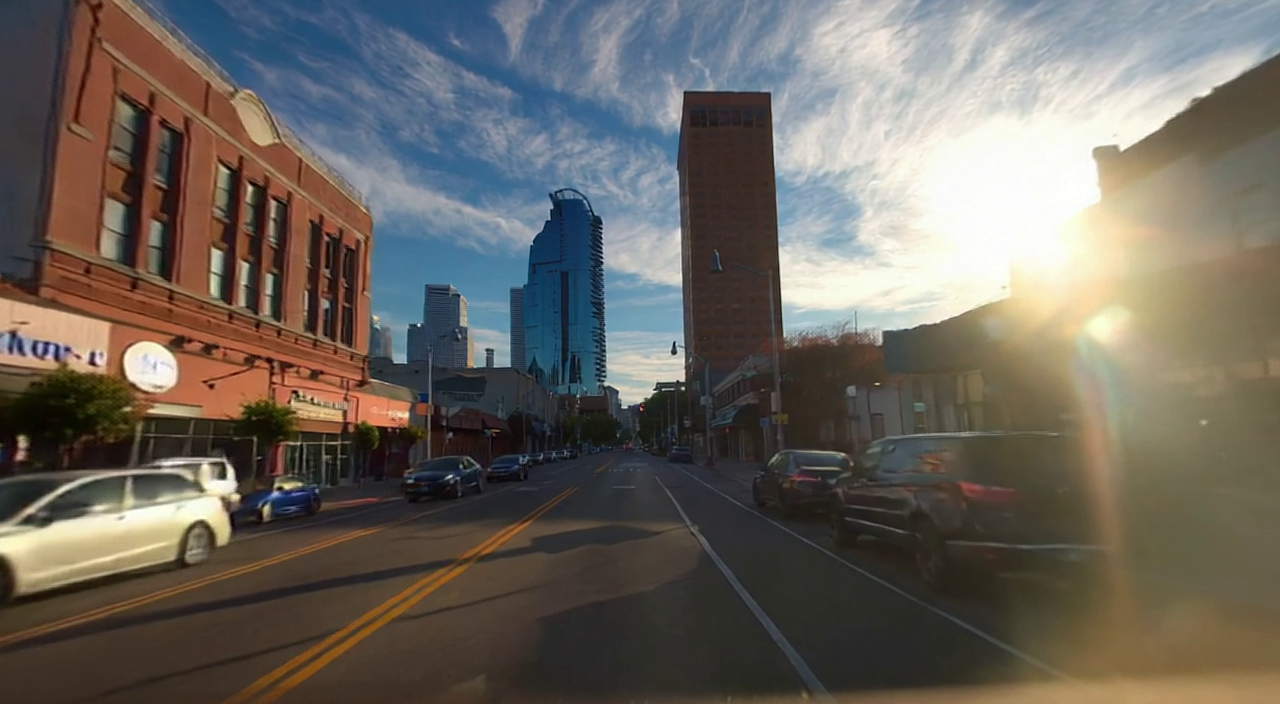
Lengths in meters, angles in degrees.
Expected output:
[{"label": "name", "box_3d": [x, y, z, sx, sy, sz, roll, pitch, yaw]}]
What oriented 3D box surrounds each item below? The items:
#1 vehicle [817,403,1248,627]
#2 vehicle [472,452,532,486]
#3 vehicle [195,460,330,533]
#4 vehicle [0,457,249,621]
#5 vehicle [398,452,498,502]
[{"label": "vehicle", "box_3d": [3.810, 1.653, 7.513, 1.881, 1.751, 4.859, 0, -8, -2]}, {"label": "vehicle", "box_3d": [-6.674, 5.703, 31.146, 1.962, 1.475, 4.580, 0, -8, 0]}, {"label": "vehicle", "box_3d": [-11.165, 4.239, 18.996, 1.812, 1.538, 3.761, -3, -5, 0]}, {"label": "vehicle", "box_3d": [-7.141, 2.052, 7.494, 2.009, 1.488, 4.650, 0, -8, 0]}, {"label": "vehicle", "box_3d": [-6.516, 4.270, 22.121, 1.993, 1.484, 4.812, 0, -8, 0]}]
